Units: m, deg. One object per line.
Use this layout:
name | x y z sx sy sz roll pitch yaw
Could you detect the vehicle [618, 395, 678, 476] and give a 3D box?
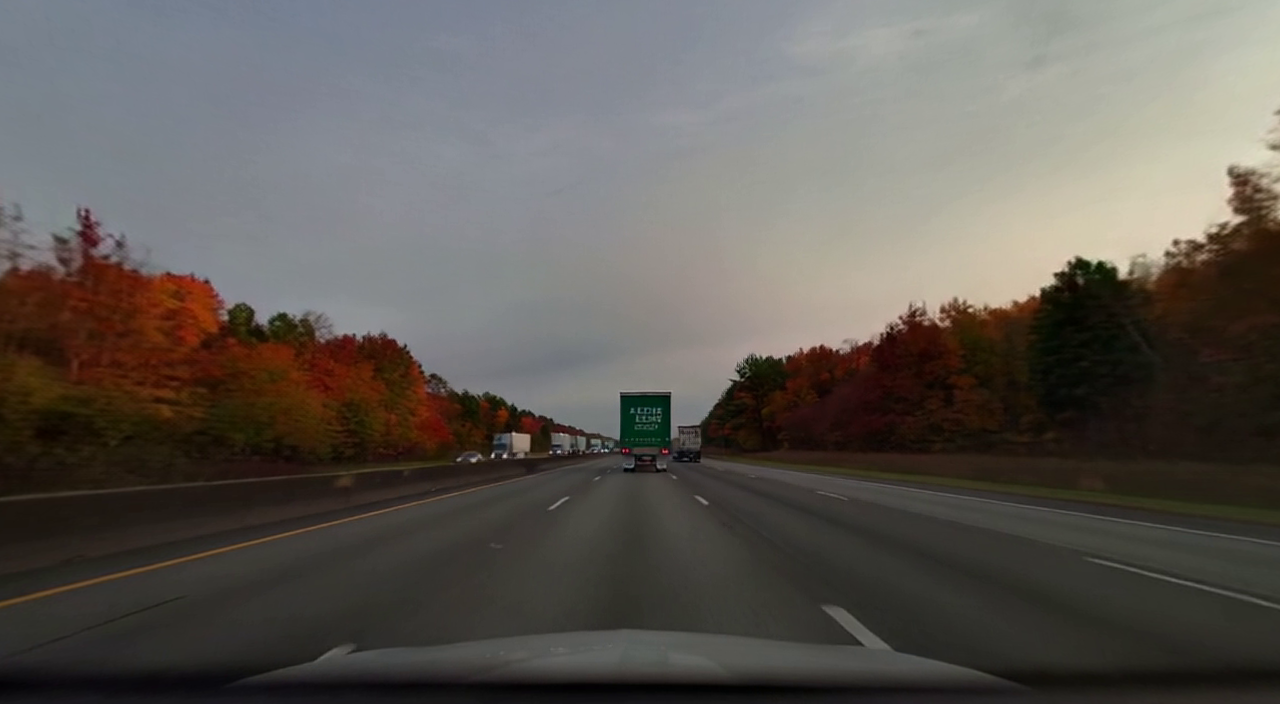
vehicle | 0.390 5.032 37.229 3.057 4.073 10.792 0 -9 0
